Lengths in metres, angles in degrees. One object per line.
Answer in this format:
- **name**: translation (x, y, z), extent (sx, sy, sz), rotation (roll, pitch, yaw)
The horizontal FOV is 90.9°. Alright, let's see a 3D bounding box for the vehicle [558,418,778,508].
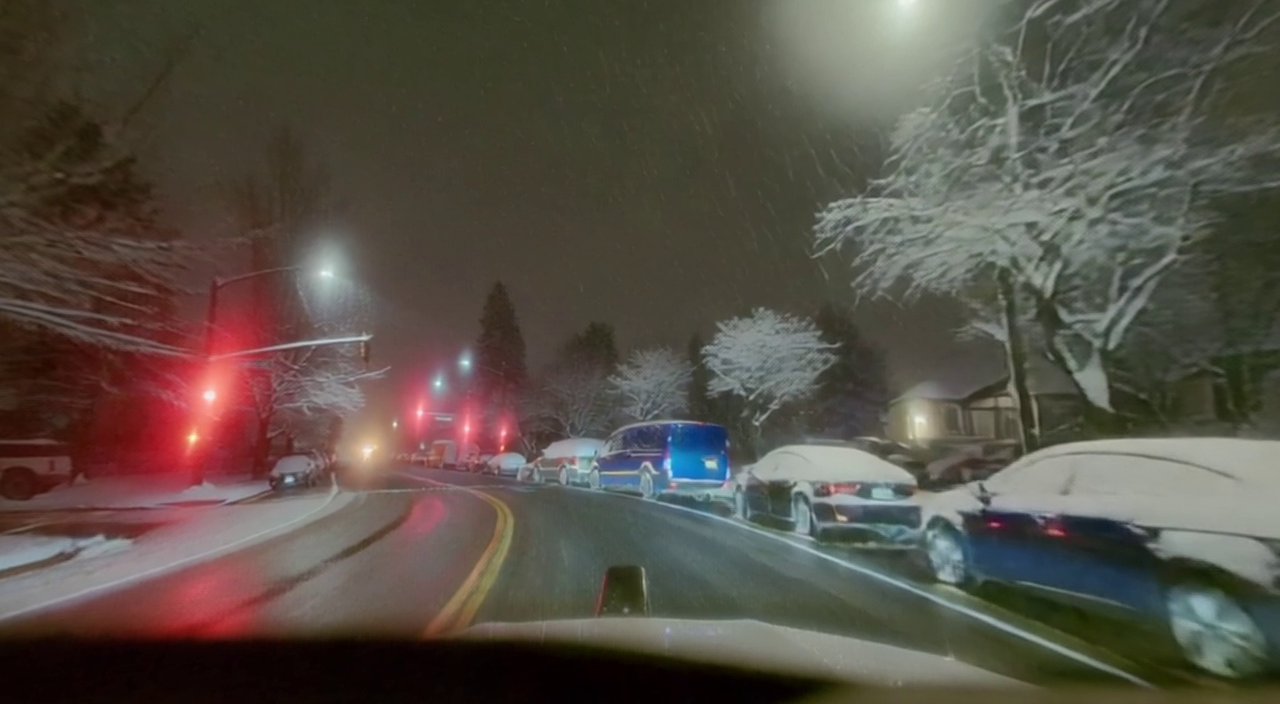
- **vehicle**: translation (0.184, 3.609, 20.907), extent (3.041, 2.164, 10.370), rotation (2, -10, -23)

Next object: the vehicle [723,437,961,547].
- **vehicle**: translation (3.137, 2.290, 11.042), extent (1.957, 1.479, 4.554), rotation (2, -9, -11)

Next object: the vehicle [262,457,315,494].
- **vehicle**: translation (-16.299, 5.669, 29.266), extent (1.950, 1.489, 4.214), rotation (3, -10, -28)

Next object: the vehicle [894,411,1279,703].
- **vehicle**: translation (3.928, 1.285, 4.719), extent (1.961, 1.456, 4.569), rotation (0, -9, -3)
